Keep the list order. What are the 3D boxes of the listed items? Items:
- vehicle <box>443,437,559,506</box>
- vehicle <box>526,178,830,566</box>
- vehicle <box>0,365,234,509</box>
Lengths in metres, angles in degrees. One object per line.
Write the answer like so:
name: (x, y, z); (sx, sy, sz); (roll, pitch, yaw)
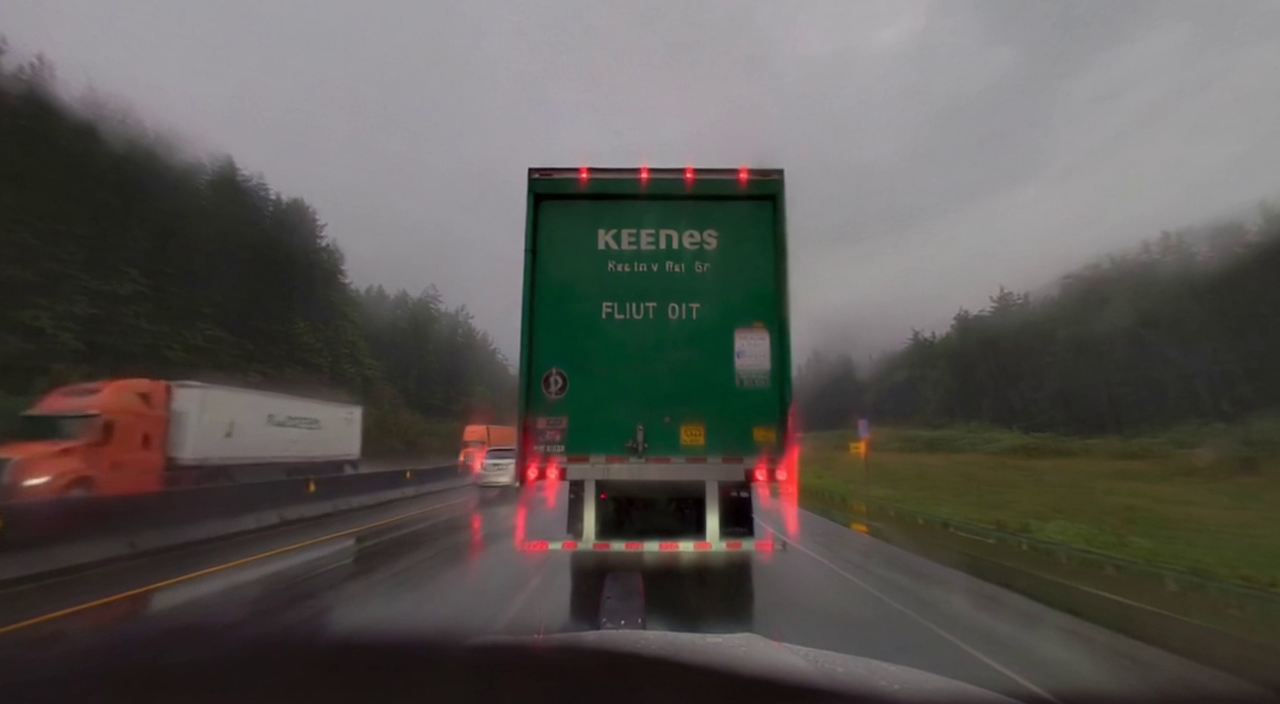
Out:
vehicle: (-3.535, 3.138, 16.968); (2.095, 1.600, 4.247); (0, -9, 1)
vehicle: (0.390, 1.244, 14.156); (3.230, 4.377, 14.405); (0, -9, 0)
vehicle: (-16.771, 2.797, 20.367); (3.034, 3.940, 5.969); (0, -9, 0)
